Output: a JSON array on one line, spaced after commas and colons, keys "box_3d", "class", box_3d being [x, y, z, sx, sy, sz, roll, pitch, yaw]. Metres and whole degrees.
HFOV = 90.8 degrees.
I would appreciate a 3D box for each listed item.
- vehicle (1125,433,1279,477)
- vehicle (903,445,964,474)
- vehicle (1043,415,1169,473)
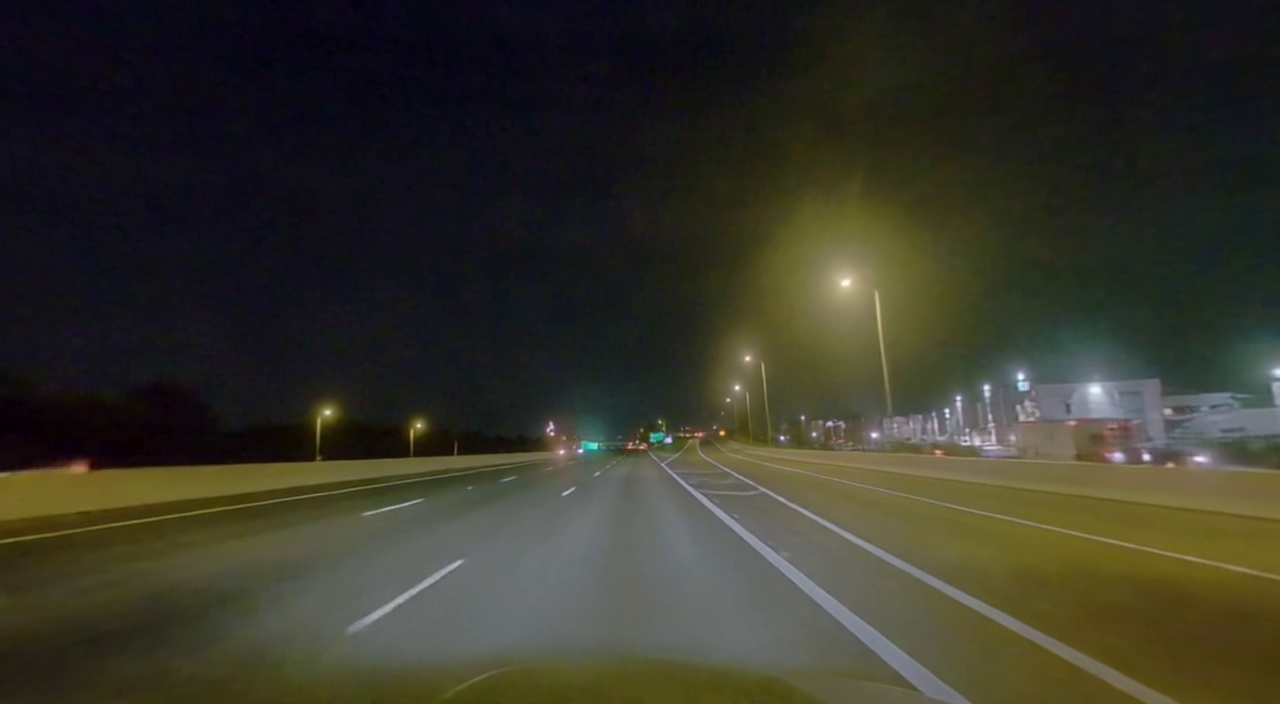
[{"box_3d": [32.373, 5.907, 36.732, 2.715, 2.214, 6.889, -1, -8, -1], "class": "vehicle"}, {"box_3d": [22.448, 8.214, 48.608, 2.013, 1.958, 5.318, -1, -8, -1], "class": "vehicle"}, {"box_3d": [32.271, 6.435, 44.236, 2.959, 3.700, 7.391, 1, -8, -1], "class": "vehicle"}]
